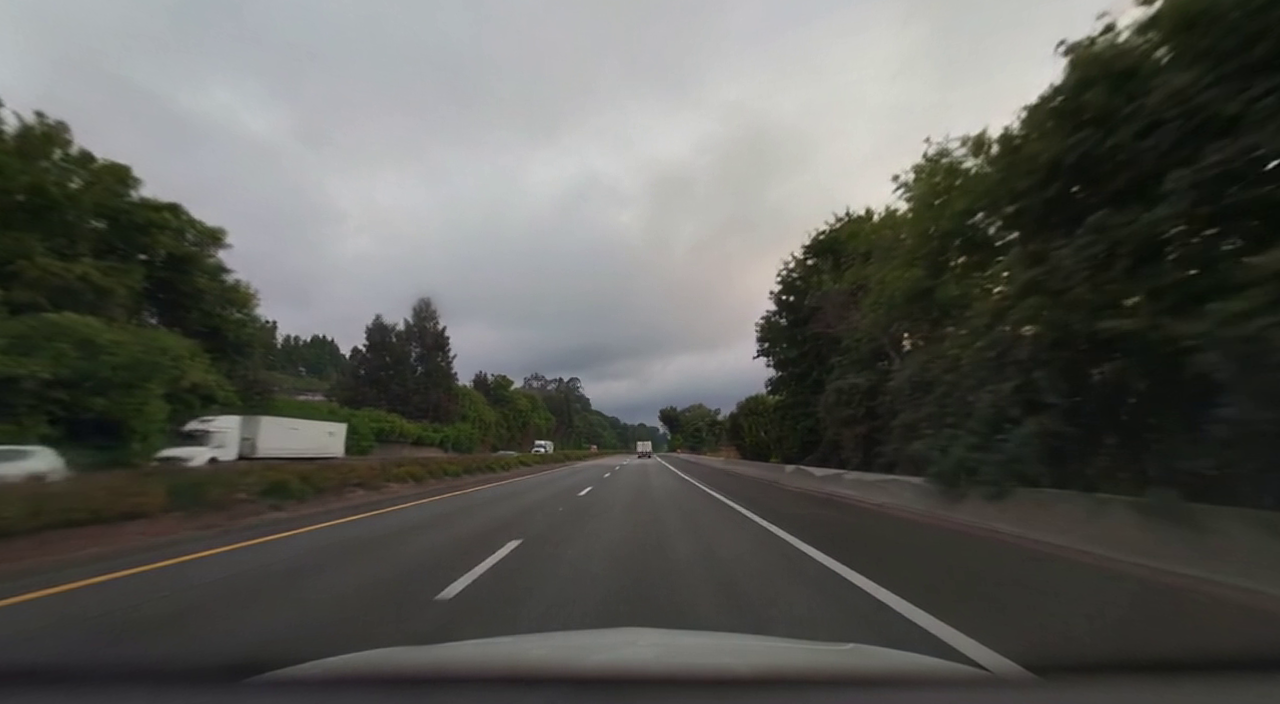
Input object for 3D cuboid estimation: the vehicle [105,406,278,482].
[{"bbox_3d":[-24.859,5.278,35.859,3.029,3.763,8.962,0,-9,1],"label":"vehicle"}]
